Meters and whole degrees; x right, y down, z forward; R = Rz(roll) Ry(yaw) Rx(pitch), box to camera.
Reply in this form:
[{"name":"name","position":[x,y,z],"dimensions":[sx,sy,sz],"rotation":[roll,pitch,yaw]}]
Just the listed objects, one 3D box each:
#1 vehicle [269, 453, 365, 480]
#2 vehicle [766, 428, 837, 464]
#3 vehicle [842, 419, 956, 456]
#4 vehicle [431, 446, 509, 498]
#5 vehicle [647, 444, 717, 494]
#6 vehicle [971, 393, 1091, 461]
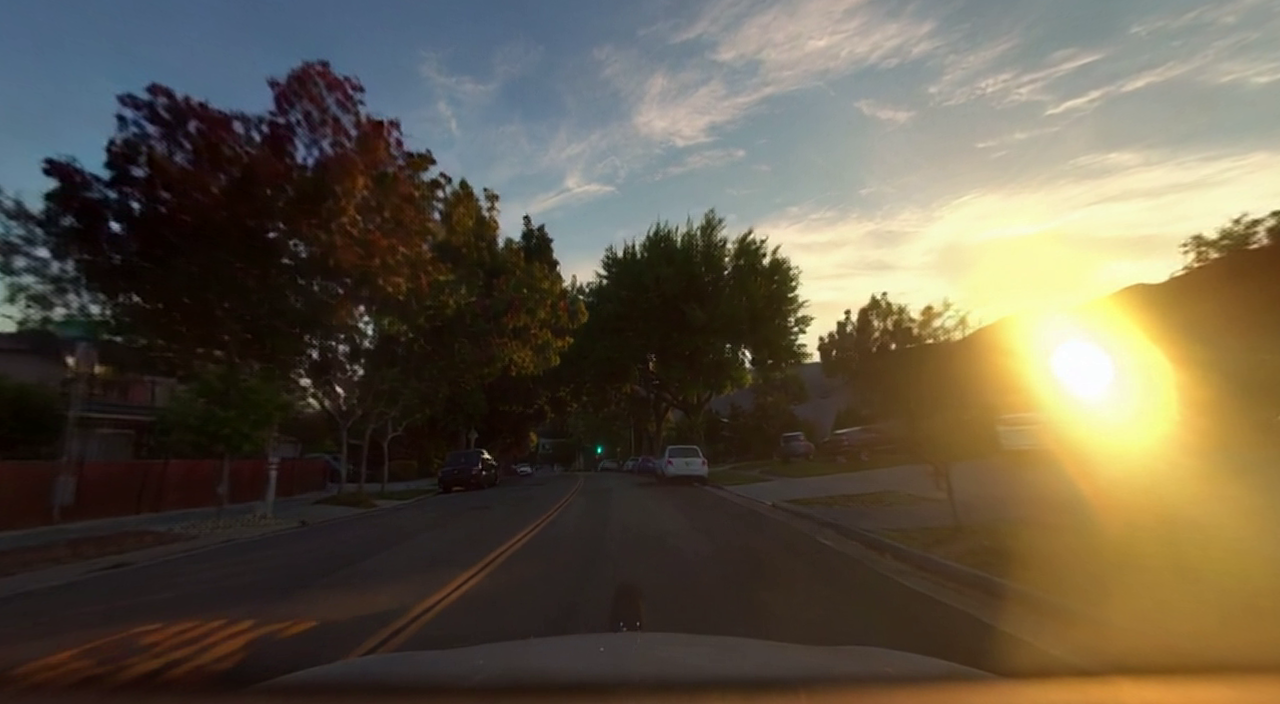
[{"name":"vehicle","position":[-17.998,6.383,35.261],"dimensions":[4.527,1.466,1.880],"rotation":[-2,-9,12]},{"name":"vehicle","position":[9.241,5.330,35.869],"dimensions":[2.100,1.857,4.611],"rotation":[-7,-11,38]},{"name":"vehicle","position":[12.057,4.063,29.734],"dimensions":[4.639,1.634,2.005],"rotation":[-2,-9,12]},{"name":"vehicle","position":[-6.647,4.674,25.218],"dimensions":[2.155,1.729,4.799],"rotation":[-1,-8,-5]},{"name":"vehicle","position":[1.609,4.780,26.176],"dimensions":[2.229,1.826,4.611],"rotation":[0,-9,-4]},{"name":"vehicle","position":[11.663,2.395,19.209],"dimensions":[1.880,1.626,4.495],"rotation":[-2,-12,16]}]
